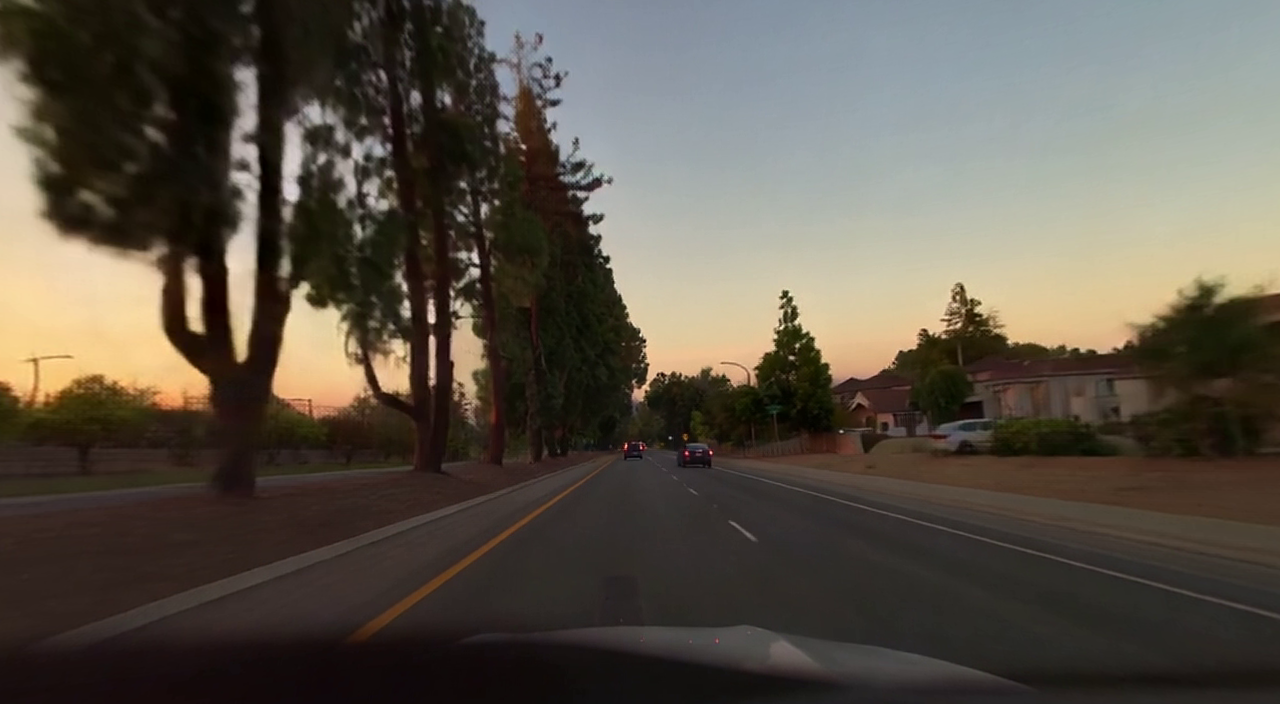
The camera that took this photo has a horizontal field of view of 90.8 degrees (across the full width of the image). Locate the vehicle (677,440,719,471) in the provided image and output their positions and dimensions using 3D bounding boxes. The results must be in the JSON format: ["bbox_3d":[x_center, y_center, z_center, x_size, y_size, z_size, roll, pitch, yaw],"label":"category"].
[{"bbox_3d":[3.204,5.842,35.749,1.888,1.640,4.044,0,-8,-2],"label":"vehicle"}]
